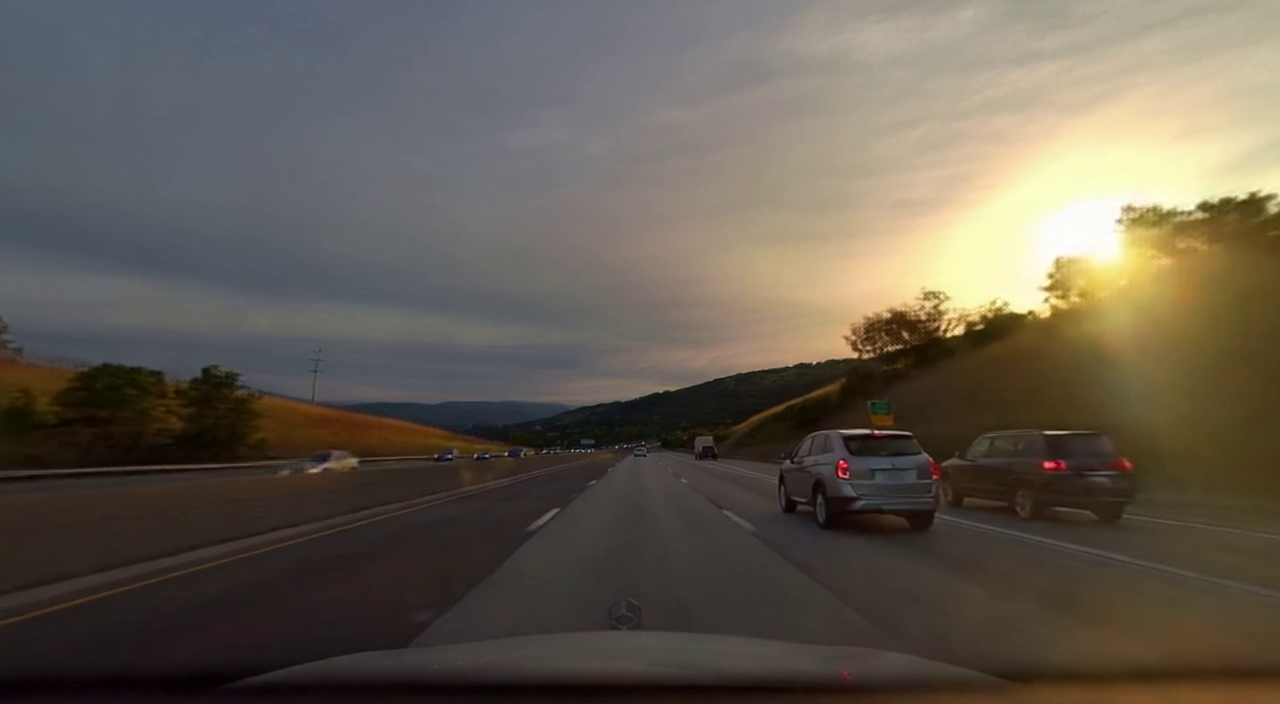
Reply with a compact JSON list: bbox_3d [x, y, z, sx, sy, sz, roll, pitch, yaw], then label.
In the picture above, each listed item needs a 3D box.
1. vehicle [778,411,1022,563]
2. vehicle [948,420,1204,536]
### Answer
[{"bbox_3d":[3.482,1.887,9.397,1.784,1.733,4.141,0,-9,-1],"label":"vehicle"},{"bbox_3d":[7.781,2.264,11.758,1.898,1.798,3.805,0,-9,-2],"label":"vehicle"}]
